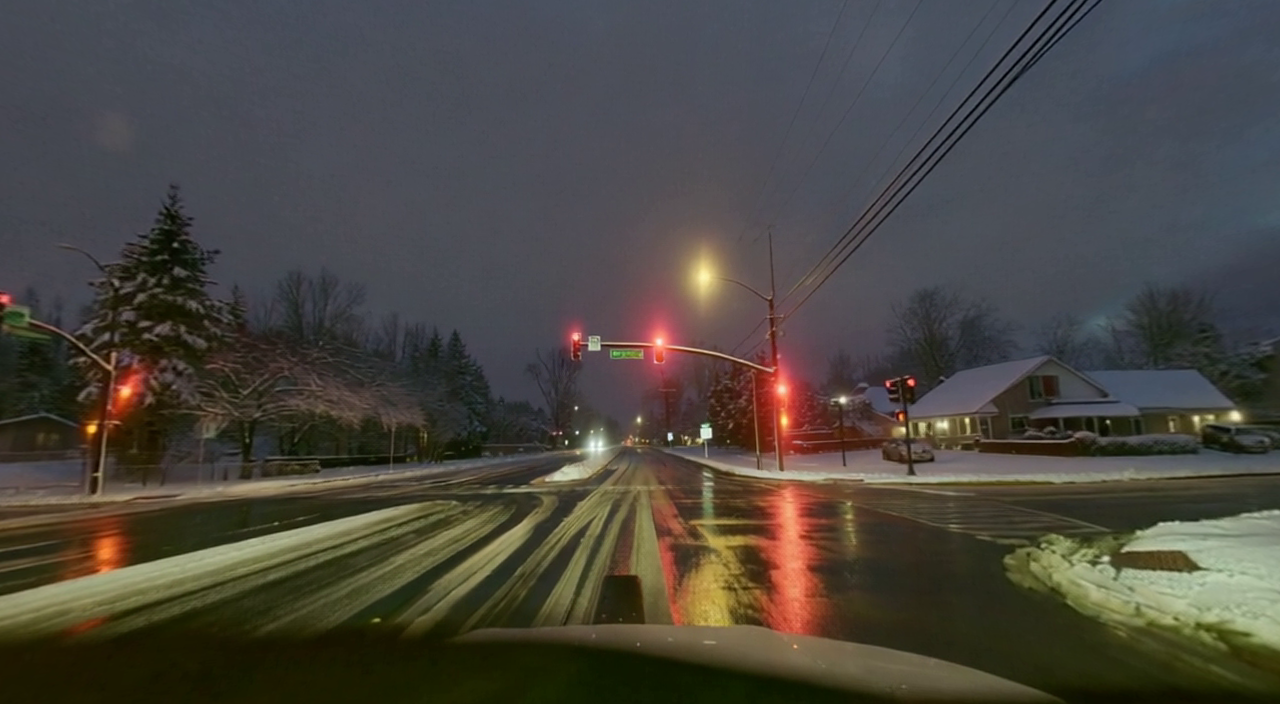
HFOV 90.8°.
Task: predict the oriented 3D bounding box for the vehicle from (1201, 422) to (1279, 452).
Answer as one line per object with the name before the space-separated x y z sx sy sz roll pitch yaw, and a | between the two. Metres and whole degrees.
vehicle | 34.098 4.765 35.122 1.832 1.521 4.266 0 -9 1

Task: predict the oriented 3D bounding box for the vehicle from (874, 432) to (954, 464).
vehicle | 14.957 5.292 34.767 1.959 1.471 4.570 -4 -8 -5
